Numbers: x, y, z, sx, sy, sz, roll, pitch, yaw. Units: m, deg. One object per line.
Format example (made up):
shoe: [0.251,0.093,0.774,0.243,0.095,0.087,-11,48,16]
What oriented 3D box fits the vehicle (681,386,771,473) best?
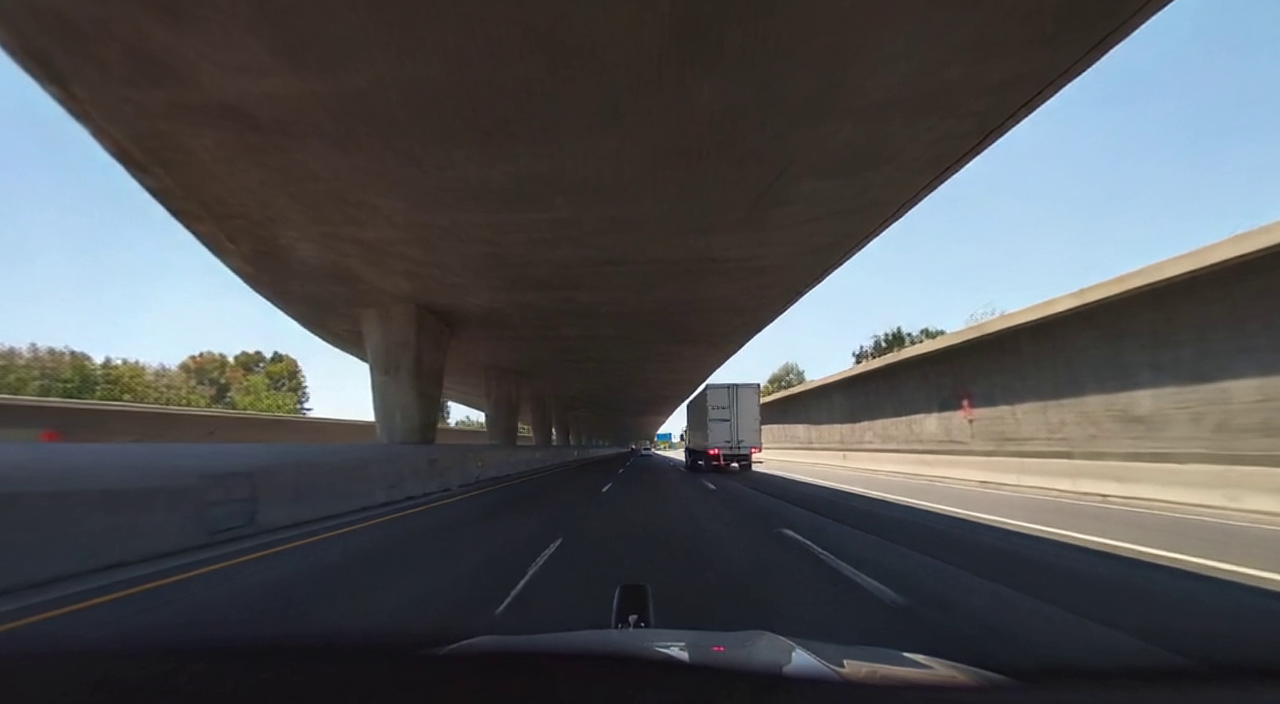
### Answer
vehicle: [4.648,4.832,38.109,3.187,4.197,15.004,0,-8,-1]
